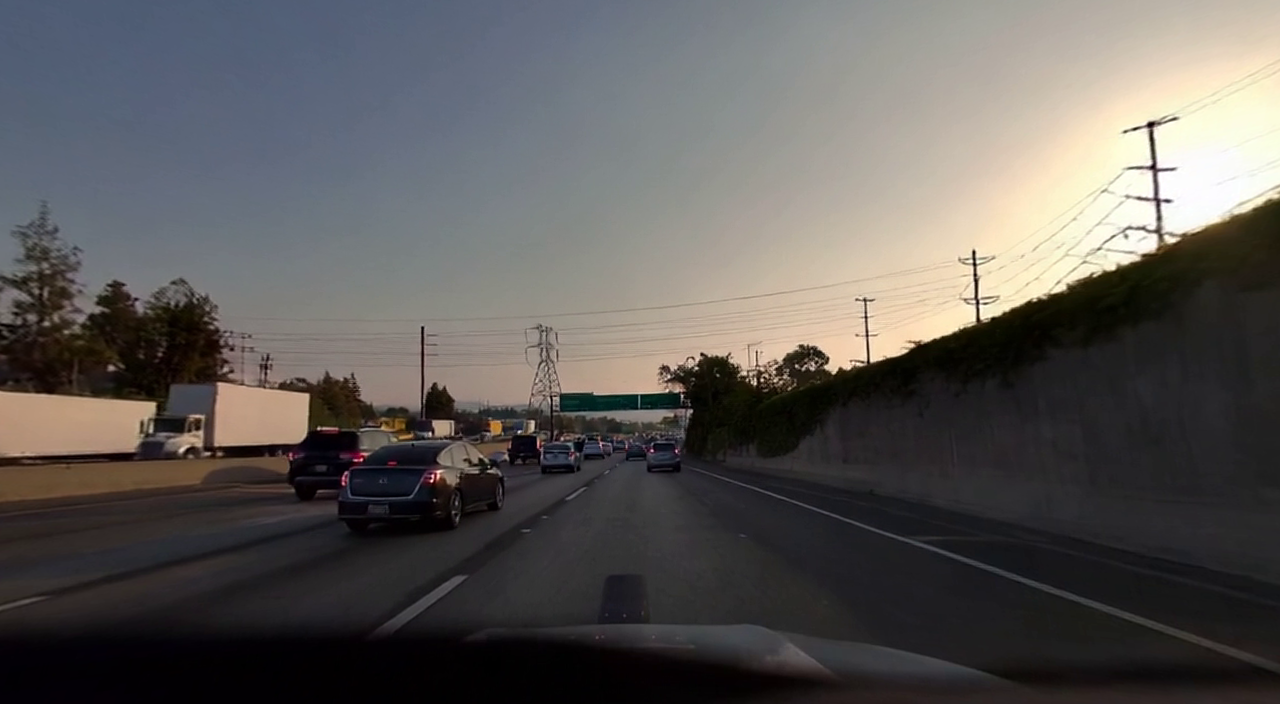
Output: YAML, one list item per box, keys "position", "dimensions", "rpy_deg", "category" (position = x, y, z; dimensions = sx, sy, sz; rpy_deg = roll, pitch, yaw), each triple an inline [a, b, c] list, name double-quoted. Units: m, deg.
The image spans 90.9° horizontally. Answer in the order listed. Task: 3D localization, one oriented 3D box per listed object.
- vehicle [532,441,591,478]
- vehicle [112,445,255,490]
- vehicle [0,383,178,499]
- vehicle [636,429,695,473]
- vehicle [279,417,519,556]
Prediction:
- position: [-3.475, 4.850, 28.774]
  dimensions: [2.049, 1.530, 4.707]
  rpy_deg: [0, -8, 1]
  category: "vehicle"
- position: [-16.282, 4.093, 22.809]
  dimensions: [1.887, 1.438, 4.313]
  rpy_deg: [0, -8, 1]
  category: "vehicle"
- position: [-19.880, 2.836, 19.978]
  dimensions: [2.980, 3.309, 9.603]
  rpy_deg: [0, -8, 1]
  category: "vehicle"
- position: [1.256, 5.284, 33.849]
  dimensions: [2.793, 2.132, 5.682]
  rpy_deg: [0, -8, -1]
  category: "vehicle"
- position: [-3.470, 2.021, 10.224]
  dimensions: [2.026, 1.719, 4.490]
  rpy_deg: [0, -8, 1]
  category: "vehicle"
